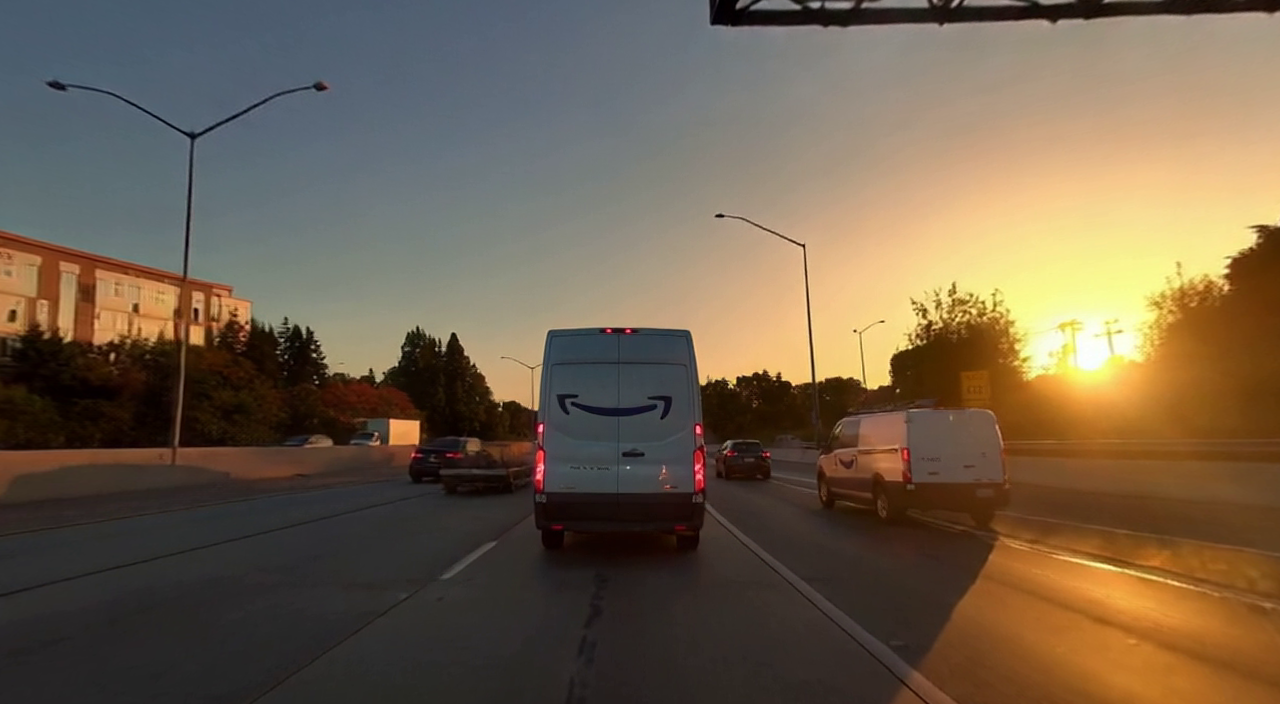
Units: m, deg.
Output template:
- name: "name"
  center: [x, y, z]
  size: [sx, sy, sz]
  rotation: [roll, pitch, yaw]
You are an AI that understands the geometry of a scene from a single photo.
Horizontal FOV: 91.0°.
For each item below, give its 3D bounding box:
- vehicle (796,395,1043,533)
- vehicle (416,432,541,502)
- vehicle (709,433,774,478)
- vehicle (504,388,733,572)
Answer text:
- name: "vehicle"
  center: [4.767, 2.036, 11.970]
  size: [2.179, 1.999, 5.331]
  rotation: [1, -9, -1]
- name: "vehicle"
  center: [-3.895, 2.859, 16.082]
  size: [1.983, 1.496, 4.371]
  rotation: [0, -9, 1]
- name: "vehicle"
  center: [4.209, 4.373, 26.868]
  size: [2.064, 1.720, 4.416]
  rotation: [0, -9, 1]
- name: "vehicle"
  center: [-0.202, 1.610, 8.589]
  size: [2.287, 1.823, 4.369]
  rotation: [0, -9, 0]
